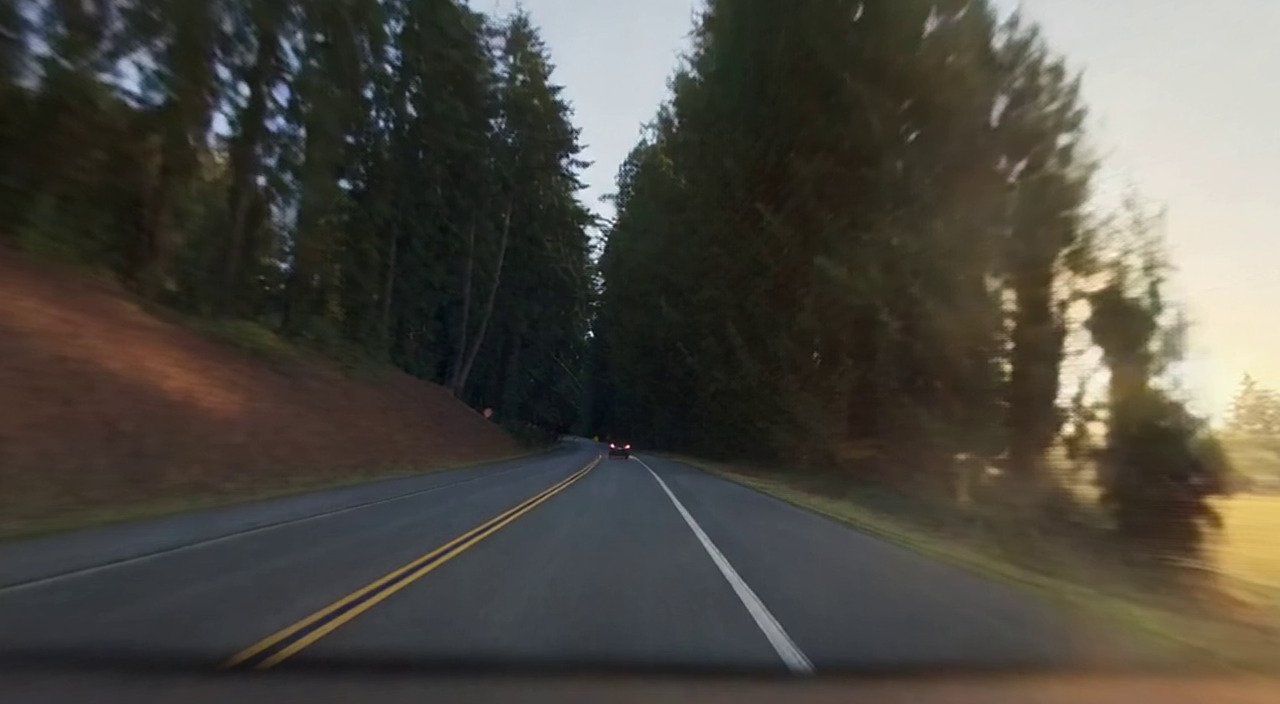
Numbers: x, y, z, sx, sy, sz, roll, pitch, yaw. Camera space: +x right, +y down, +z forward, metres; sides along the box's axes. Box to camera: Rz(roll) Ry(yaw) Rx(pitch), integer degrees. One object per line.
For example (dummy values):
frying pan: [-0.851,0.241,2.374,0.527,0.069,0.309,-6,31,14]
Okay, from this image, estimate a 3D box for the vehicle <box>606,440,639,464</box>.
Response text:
vehicle: [-1.162,6.564,41.524,2.042,1.489,3.963,0,-9,-2]
